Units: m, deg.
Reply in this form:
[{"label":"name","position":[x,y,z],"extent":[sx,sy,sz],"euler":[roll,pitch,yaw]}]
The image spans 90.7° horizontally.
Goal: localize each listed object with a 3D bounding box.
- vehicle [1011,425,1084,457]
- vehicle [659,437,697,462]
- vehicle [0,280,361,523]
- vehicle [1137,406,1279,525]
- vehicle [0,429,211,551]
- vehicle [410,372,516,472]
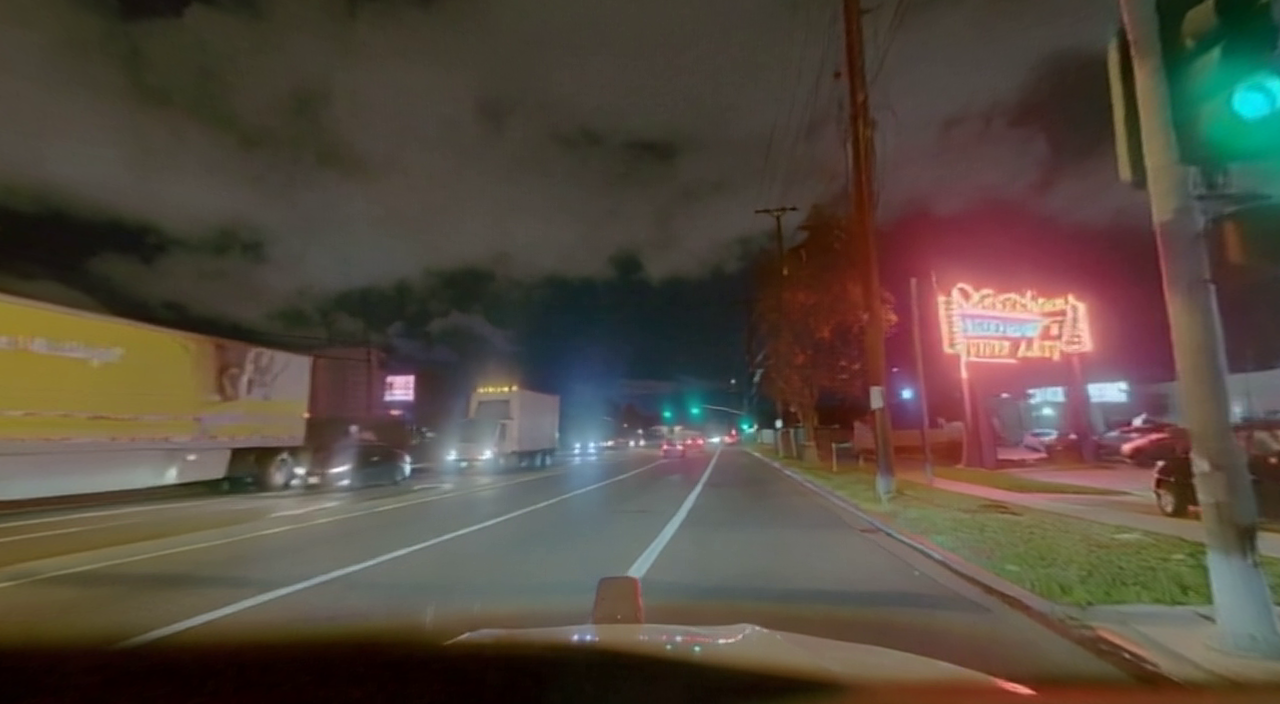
[{"label":"vehicle","position":[21.294,4.703,33.231],"extent":[1.697,1.559,3.647],"euler":[-2,-9,8]},{"label":"vehicle","position":[2.512,6.257,40.836],"extent":[2.040,1.492,5.114],"euler":[-2,-9,8]},{"label":"vehicle","position":[-12.158,1.229,13.428],"extent":[2.876,4.151,17.071],"euler":[-2,-9,7]},{"label":"vehicle","position":[9.246,1.547,8.698],"extent":[1.796,1.490,4.416],"euler":[-4,-12,10]},{"label":"vehicle","position":[-9.265,2.007,9.388],"extent":[1.949,1.510,4.958],"euler":[-4,-6,8]},{"label":"vehicle","position":[-7.321,3.060,26.659],"extent":[3.027,3.903,3.372],"euler":[-2,-10,9]}]
